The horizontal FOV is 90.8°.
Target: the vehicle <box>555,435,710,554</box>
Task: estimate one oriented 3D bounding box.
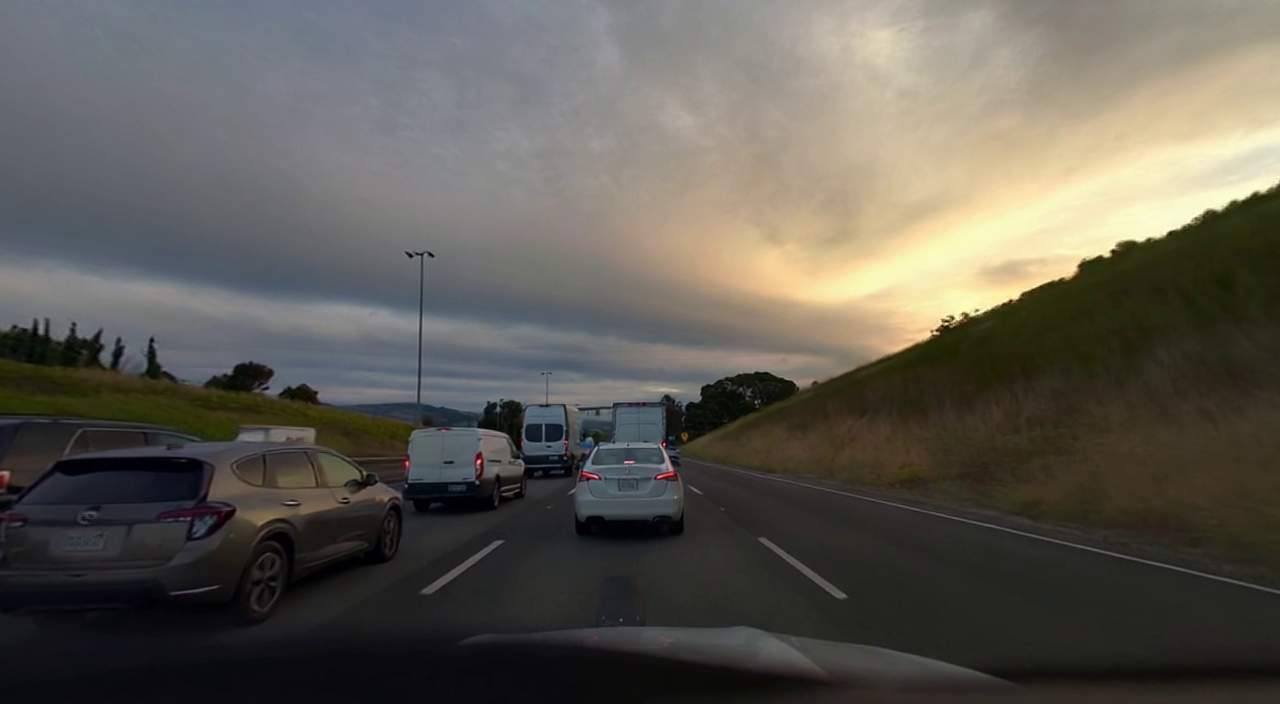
[{"bbox_3d":[-0.095,2.106,9.894,1.995,1.495,3.380,0,-9,0],"label":"vehicle"}]

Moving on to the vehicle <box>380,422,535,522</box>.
[{"bbox_3d":[-3.920,2.689,14.574,2.055,1.913,4.584,-1,-9,2],"label":"vehicle"}]

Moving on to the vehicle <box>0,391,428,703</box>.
[{"bbox_3d":[-3.669,1.384,5.573,2.029,1.656,4.437,0,-9,0],"label":"vehicle"}]
